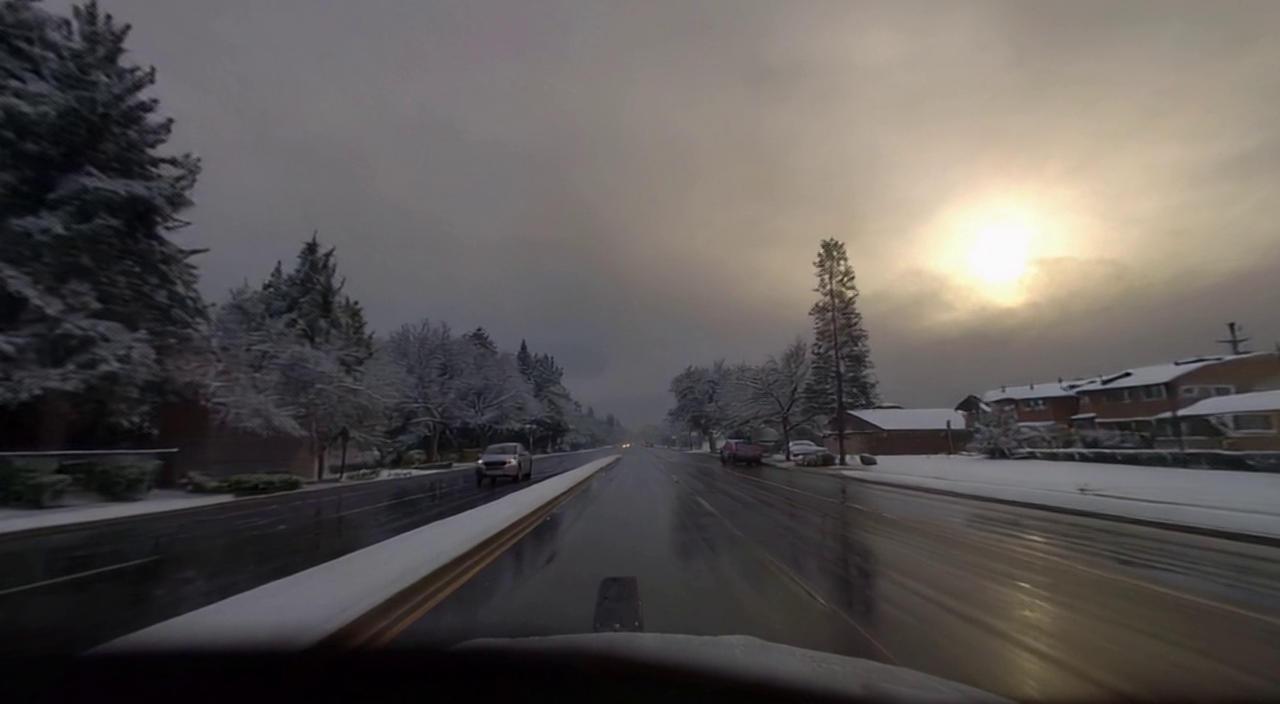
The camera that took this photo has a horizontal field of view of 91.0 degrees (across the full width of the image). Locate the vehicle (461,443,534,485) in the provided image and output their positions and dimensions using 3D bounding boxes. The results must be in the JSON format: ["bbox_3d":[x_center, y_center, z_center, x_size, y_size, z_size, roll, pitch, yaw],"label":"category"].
[{"bbox_3d":[-5.573,4.436,25.228,1.962,1.471,4.336,-2,-9,0],"label":"vehicle"}]

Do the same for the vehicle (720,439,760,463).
[{"bbox_3d":[7.398,7.394,47.012,2.087,1.701,4.435,0,-9,-2],"label":"vehicle"}]
